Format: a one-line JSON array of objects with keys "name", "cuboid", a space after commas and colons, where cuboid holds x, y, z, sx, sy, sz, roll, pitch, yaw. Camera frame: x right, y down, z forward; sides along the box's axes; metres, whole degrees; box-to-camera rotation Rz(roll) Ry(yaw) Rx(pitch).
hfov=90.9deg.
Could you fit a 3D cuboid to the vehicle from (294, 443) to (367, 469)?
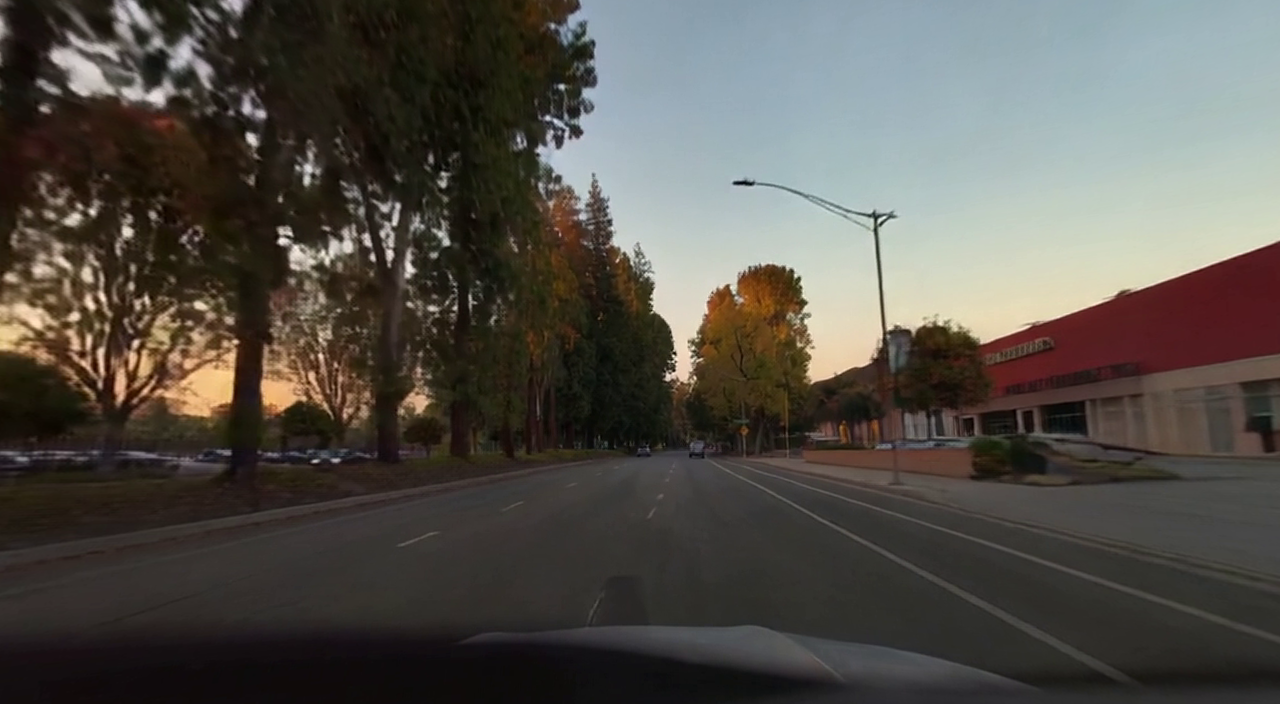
[{"name": "vehicle", "cuboid": [-23.056, 7.765, 47.300, 2.162, 1.818, 5.758, -1, -9, 4]}]
